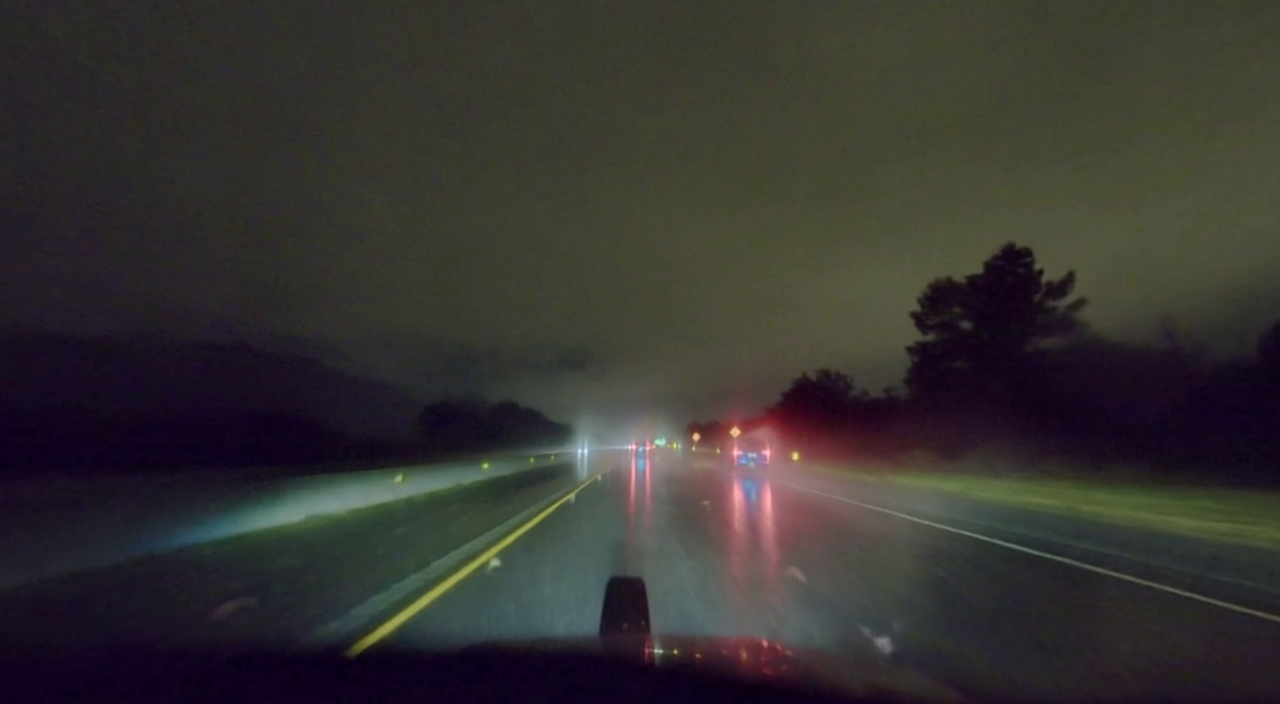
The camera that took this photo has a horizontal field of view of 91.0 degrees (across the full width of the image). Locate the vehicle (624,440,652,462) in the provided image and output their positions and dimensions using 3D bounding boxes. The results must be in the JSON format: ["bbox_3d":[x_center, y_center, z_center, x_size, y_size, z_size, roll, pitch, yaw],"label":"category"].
[{"bbox_3d":[-0.098,7.427,47.220,2.009,1.554,4.013,0,-8,1],"label":"vehicle"}]

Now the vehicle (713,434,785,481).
[{"bbox_3d":[3.998,3.931,23.785,2.037,1.609,4.036,0,-8,1],"label":"vehicle"}]
